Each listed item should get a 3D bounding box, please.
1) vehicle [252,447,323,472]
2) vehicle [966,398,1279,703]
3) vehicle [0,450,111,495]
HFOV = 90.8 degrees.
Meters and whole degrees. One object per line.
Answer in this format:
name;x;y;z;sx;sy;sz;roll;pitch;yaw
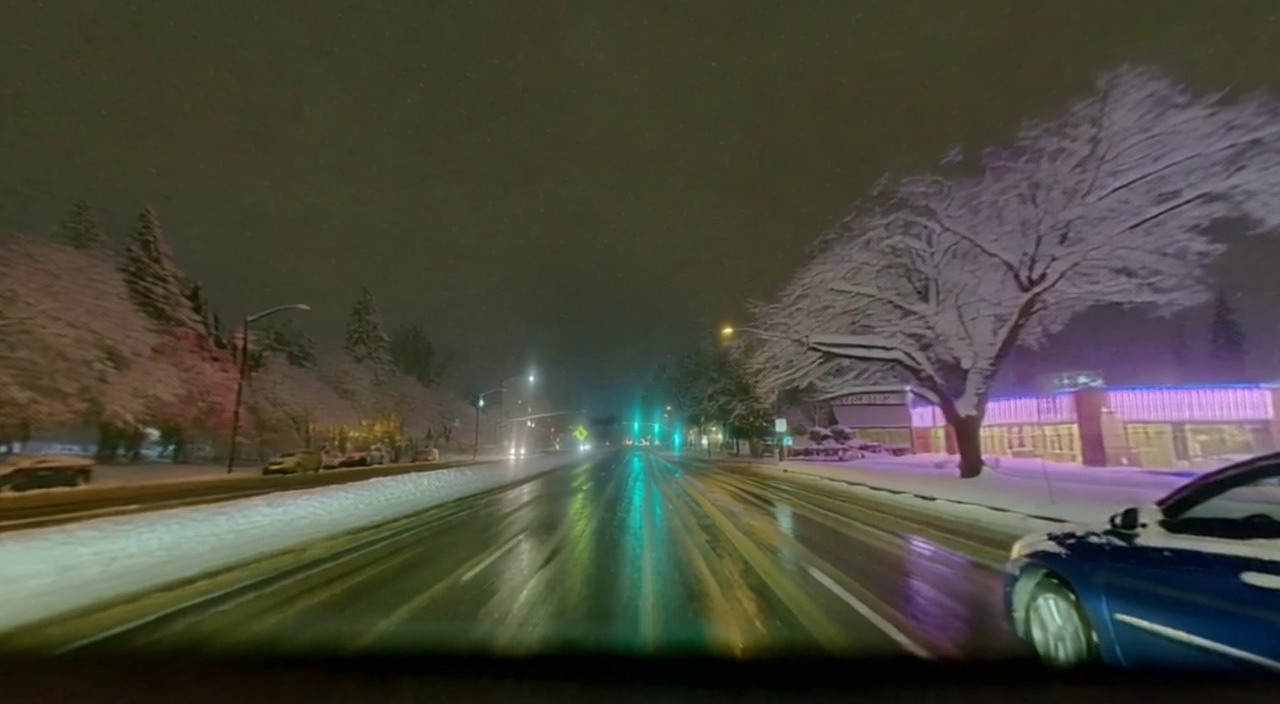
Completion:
vehicle;-22.124;6.762;39.848;1.771;1.445;4.321;-1;-8;4
vehicle;3.139;0.840;1.773;2.004;1.470;4.544;-1;-8;0
vehicle;-22.378;4.394;23.309;1.784;1.438;4.471;-1;-8;1
